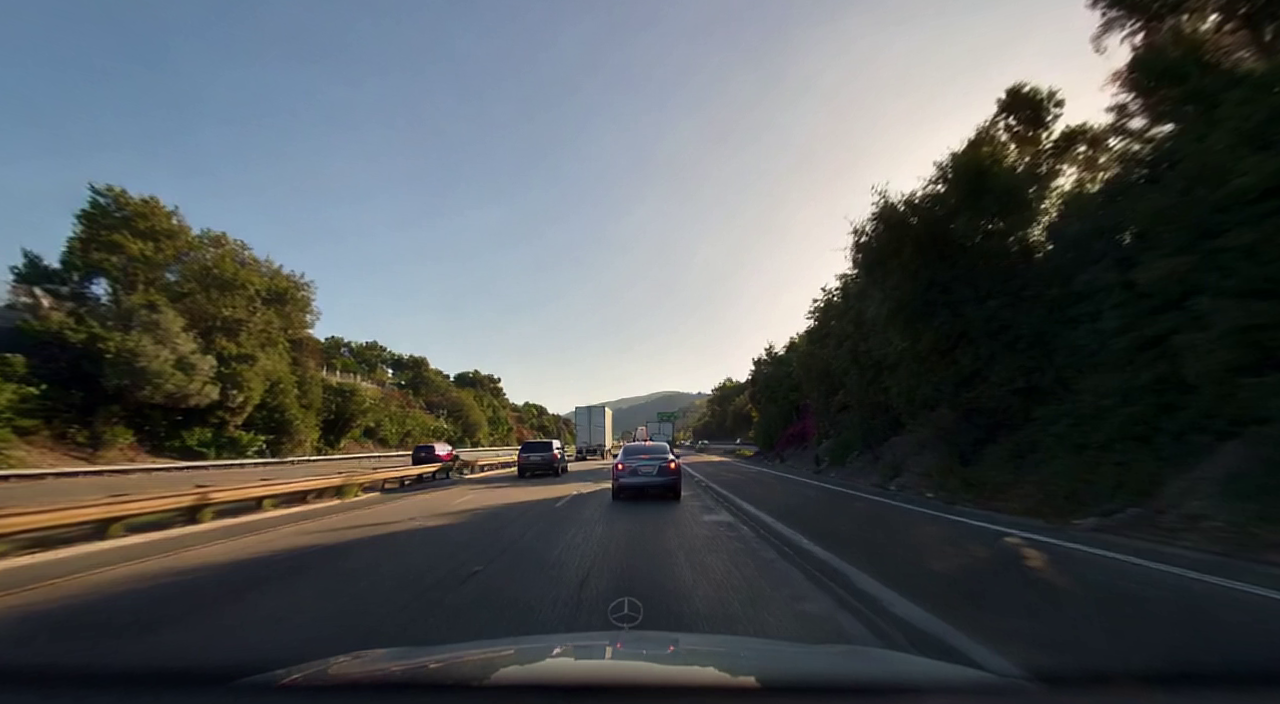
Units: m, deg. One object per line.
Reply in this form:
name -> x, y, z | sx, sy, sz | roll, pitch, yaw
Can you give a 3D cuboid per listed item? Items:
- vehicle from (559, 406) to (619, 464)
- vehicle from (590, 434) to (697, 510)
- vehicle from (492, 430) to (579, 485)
vehicle -> -3.231, 5.923, 43.927 | 2.999, 3.435, 12.740 | 0, -9, 1
vehicle -> 0.065, 2.620, 14.153 | 2.057, 1.449, 3.931 | 0, -9, 0
vehicle -> -3.525, 3.683, 22.130 | 2.177, 1.699, 4.431 | 0, -9, 2
